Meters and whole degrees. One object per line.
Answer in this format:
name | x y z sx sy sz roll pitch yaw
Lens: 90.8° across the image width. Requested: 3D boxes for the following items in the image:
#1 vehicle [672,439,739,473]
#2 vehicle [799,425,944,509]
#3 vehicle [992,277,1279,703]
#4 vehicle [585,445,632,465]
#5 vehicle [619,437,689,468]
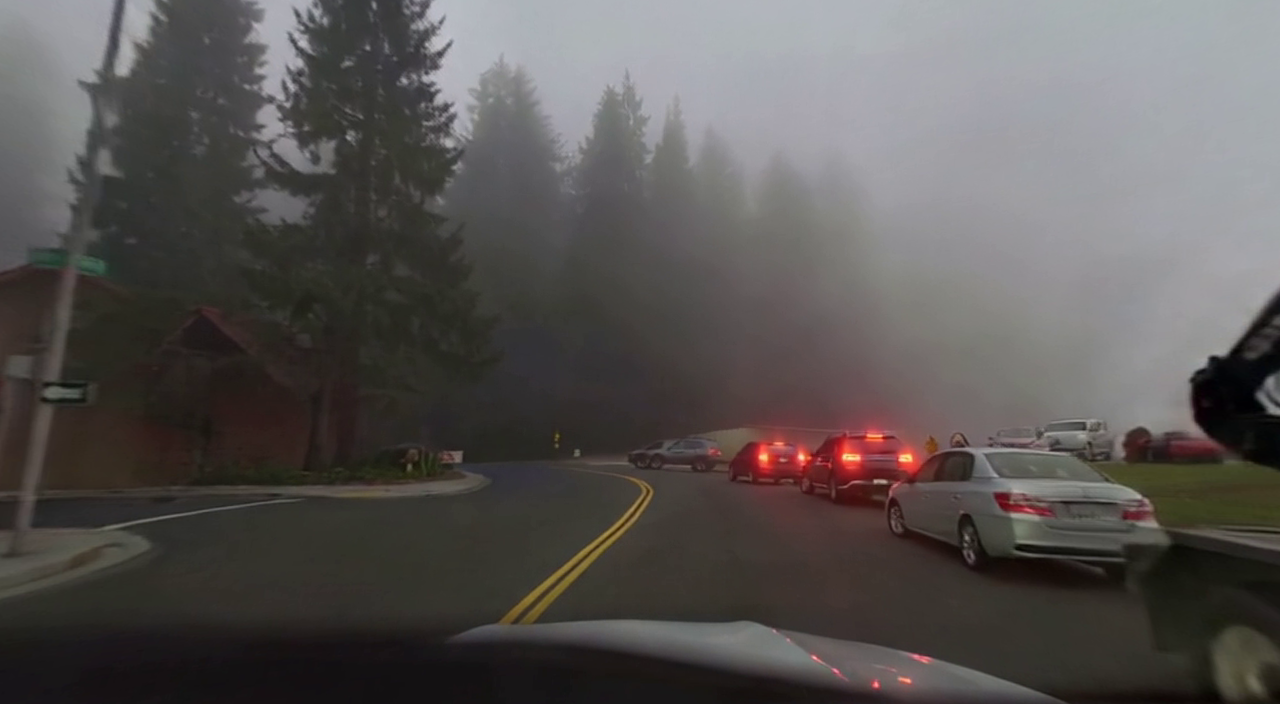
vehicle | 3.474 5.645 34.425 1.967 1.698 4.649 3 -9 -17
vehicle | 5.528 2.802 15.807 1.922 1.785 4.513 0 -9 0
vehicle | 3.769 0.494 0.784 2.874 2.021 7.293 0 -9 4
vehicle | -2.511 8.003 49.328 1.789 1.504 4.435 5 -10 -29
vehicle | 0.781 6.664 42.172 2.511 1.904 6.143 3 -9 -21
